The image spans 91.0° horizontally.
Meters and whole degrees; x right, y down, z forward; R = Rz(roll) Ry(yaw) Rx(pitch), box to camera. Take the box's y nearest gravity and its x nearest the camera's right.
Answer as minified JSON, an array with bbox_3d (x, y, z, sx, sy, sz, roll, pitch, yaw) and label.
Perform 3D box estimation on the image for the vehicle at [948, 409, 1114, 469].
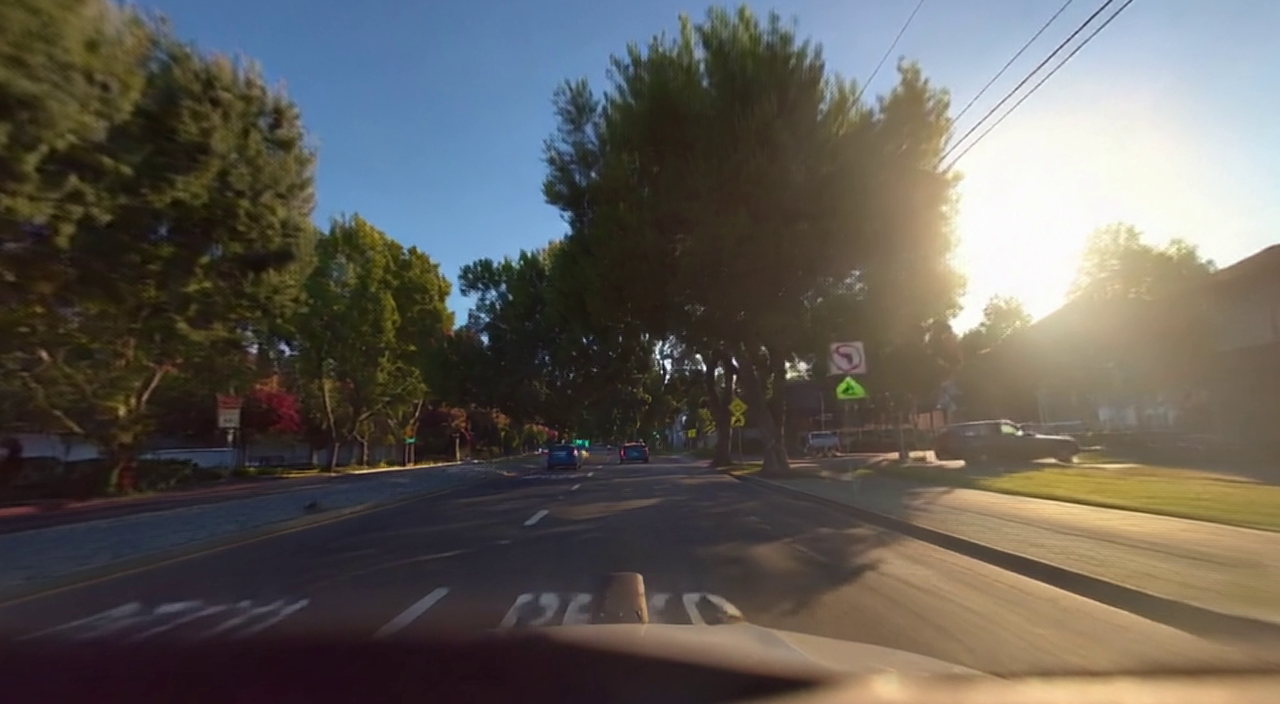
[{"bbox_3d":[12.545,2.723,20.267,4.442,1.752,2.008,1,-6,-16],"label":"vehicle"}]

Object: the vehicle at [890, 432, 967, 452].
[{"bbox_3d":[22.313,6.966,48.808,5.025,1.532,1.958,0,-9,-1],"label":"vehicle"}]

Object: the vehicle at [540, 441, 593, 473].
[{"bbox_3d":[-3.546,5.140,31.047,2.083,1.460,4.527,0,-8,0],"label":"vehicle"}]

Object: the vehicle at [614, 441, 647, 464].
[{"bbox_3d":[-0.635,6.873,43.041,2.187,1.478,4.138,0,-8,-1],"label":"vehicle"}]

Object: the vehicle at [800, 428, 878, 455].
[{"bbox_3d":[15.282,6.925,48.586,5.230,2.007,2.410,0,-9,1],"label":"vehicle"}]
